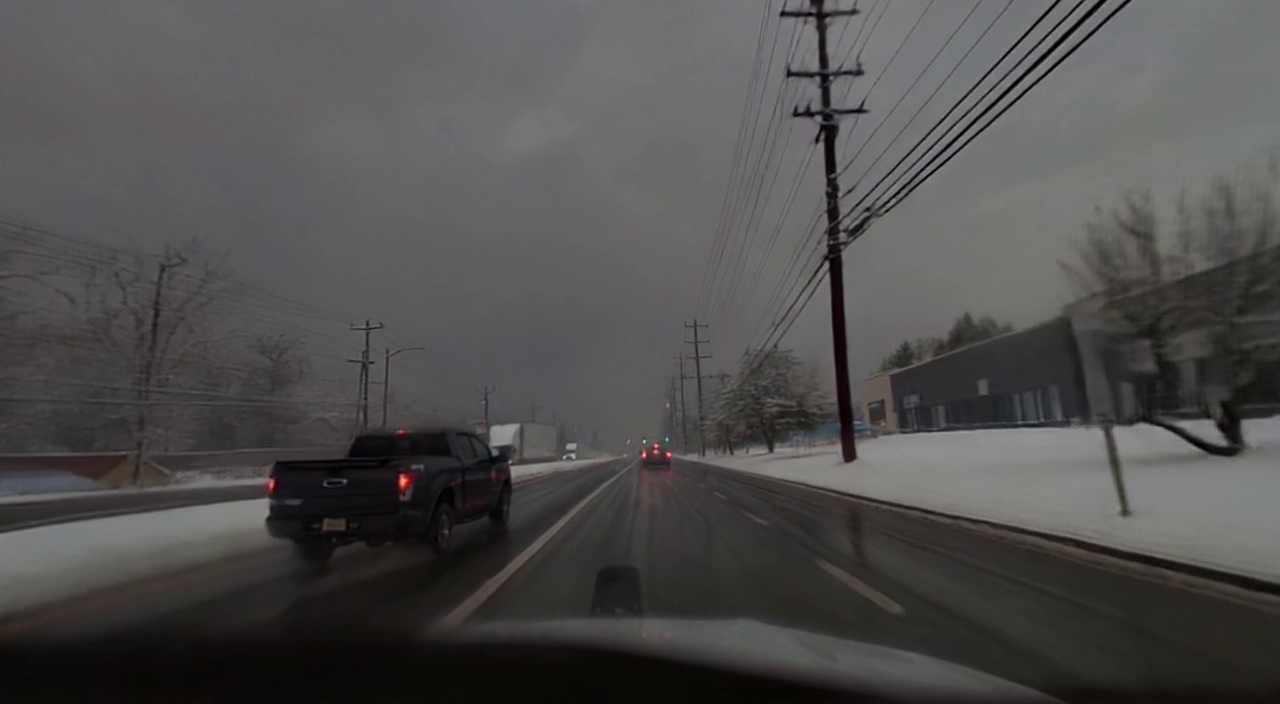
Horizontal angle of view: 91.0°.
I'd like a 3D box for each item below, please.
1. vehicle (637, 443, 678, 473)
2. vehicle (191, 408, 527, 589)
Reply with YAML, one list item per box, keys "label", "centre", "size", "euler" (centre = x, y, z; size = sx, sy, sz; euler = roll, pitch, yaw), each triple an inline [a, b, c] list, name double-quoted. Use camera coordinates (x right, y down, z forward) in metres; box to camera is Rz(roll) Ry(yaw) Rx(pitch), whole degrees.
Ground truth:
- label: "vehicle"
  centre: [0.914, 5.844, 34.970]
  size: [2.114, 1.492, 4.453]
  euler: [0, -8, 0]
- label: "vehicle"
  centre: [-3.063, 1.713, 8.317]
  size: [2.169, 1.679, 4.723]
  euler: [-1, -8, 1]
